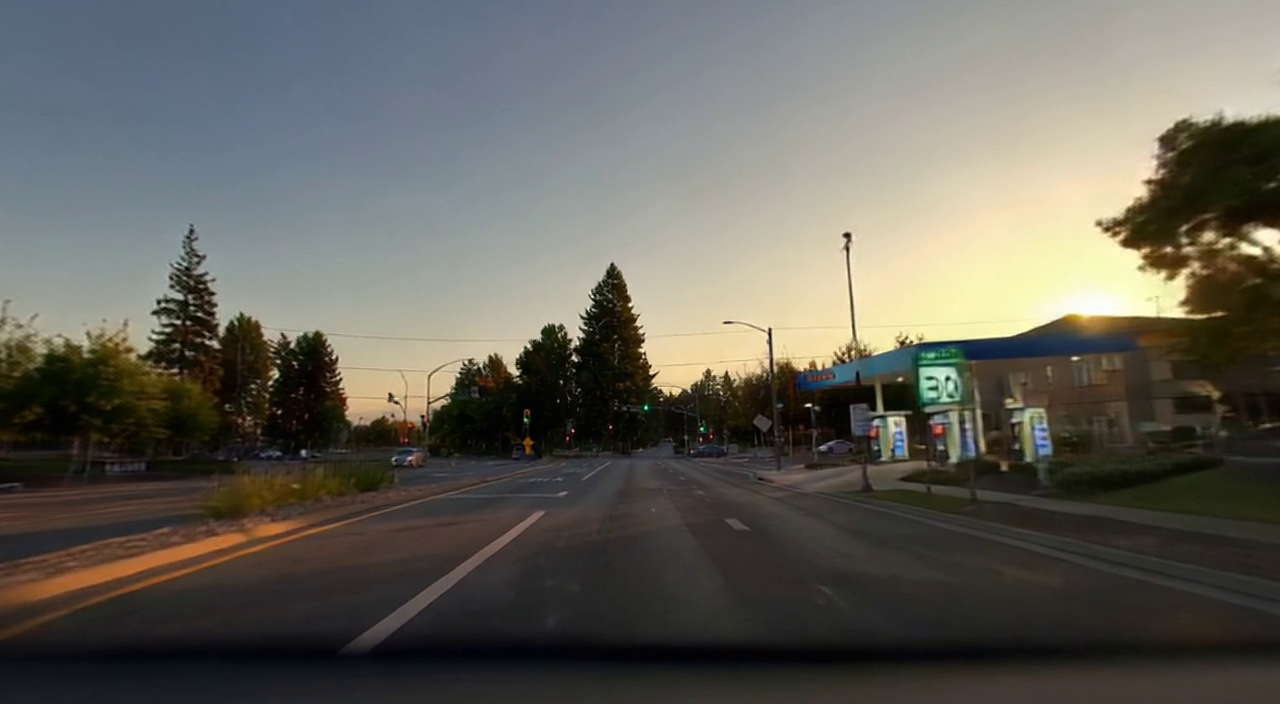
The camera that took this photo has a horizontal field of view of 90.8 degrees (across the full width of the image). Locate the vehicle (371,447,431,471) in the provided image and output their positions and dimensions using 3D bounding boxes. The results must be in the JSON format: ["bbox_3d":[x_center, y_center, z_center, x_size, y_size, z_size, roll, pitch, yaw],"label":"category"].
[{"bbox_3d":[-15.808,7.060,42.048,1.911,1.478,4.601,-1,-8,4],"label":"vehicle"}]
